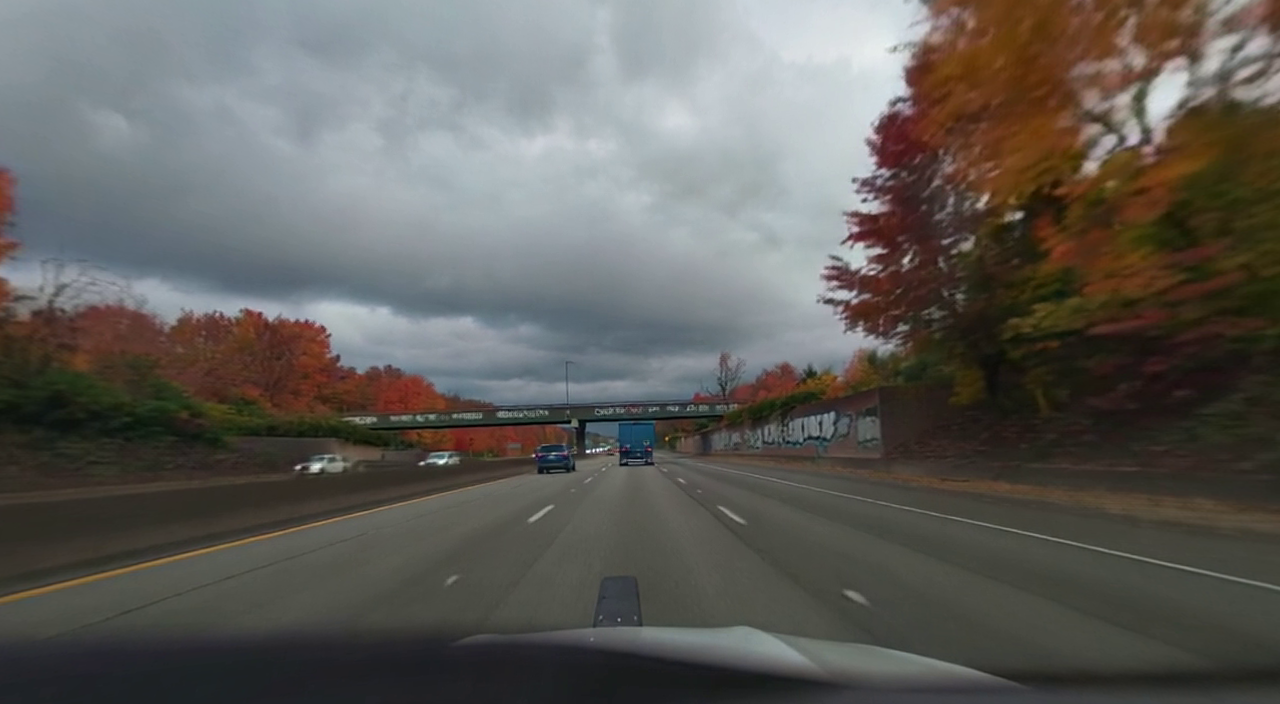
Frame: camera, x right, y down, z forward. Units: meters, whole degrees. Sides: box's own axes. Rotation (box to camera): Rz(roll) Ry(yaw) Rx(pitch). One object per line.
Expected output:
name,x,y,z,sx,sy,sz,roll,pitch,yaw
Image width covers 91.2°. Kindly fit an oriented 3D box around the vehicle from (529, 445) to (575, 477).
vehicle,-4.489,5.614,32.449,1.892,1.529,3.996,0,-9,-1
